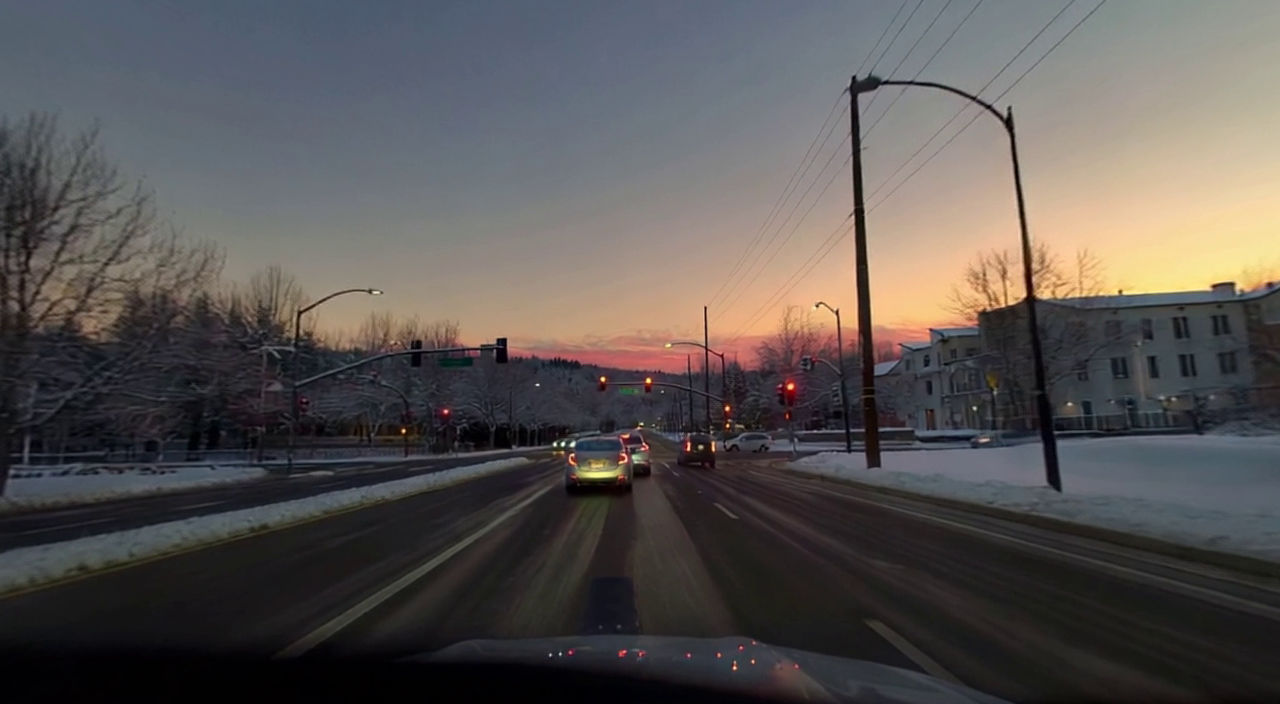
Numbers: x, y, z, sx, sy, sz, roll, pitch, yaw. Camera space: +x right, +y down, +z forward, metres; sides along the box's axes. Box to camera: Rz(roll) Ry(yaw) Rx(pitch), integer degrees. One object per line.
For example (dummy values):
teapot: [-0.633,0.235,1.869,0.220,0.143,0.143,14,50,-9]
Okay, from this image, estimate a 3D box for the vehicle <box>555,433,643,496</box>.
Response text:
vehicle: [-0.980,2.951,16.961,2.075,1.470,3.962,0,-8,-1]

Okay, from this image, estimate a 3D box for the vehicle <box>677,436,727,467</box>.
vehicle: [3.162,5.172,33.061,1.945,1.470,4.363,0,-8,-3]
